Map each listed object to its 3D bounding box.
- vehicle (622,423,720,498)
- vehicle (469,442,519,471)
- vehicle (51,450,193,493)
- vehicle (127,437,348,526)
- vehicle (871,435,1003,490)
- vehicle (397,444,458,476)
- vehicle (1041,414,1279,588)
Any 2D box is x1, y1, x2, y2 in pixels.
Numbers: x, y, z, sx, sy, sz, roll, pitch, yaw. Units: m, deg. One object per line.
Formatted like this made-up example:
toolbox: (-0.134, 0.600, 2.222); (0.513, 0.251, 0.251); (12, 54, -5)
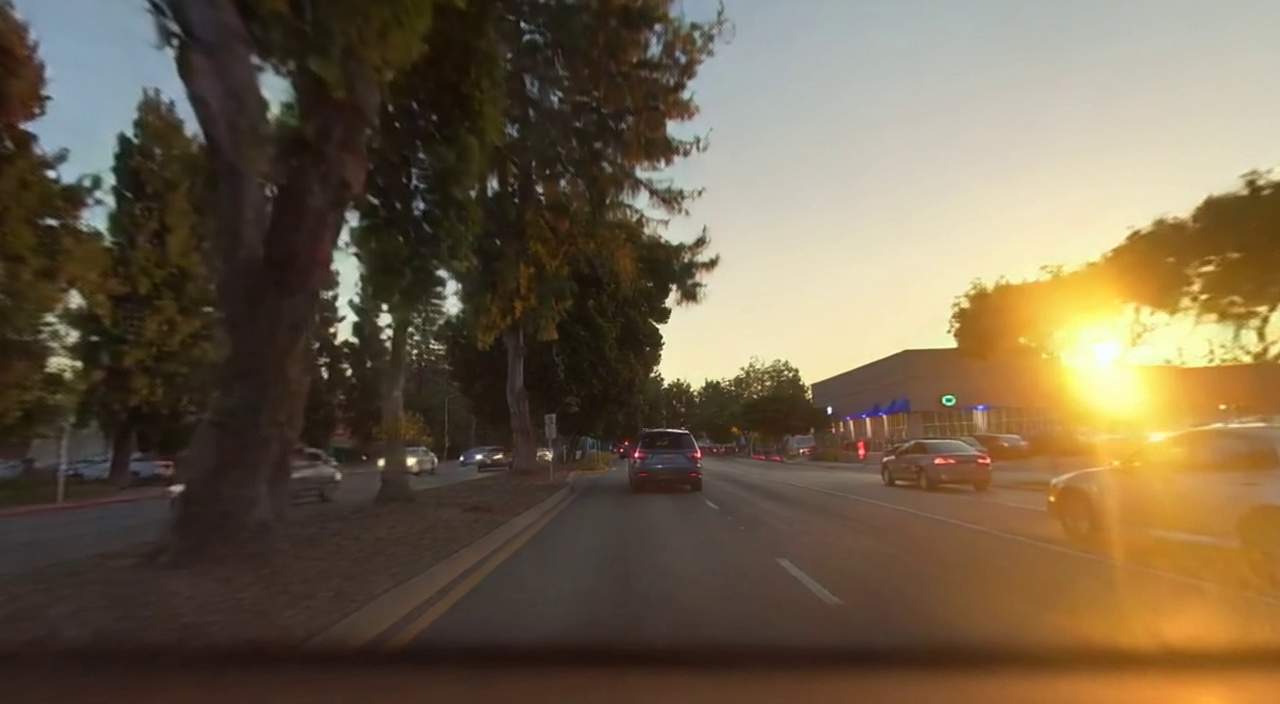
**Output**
vehicle: (0.706, 3.096, 18.458); (2.300, 1.870, 4.936); (0, -8, -4)
vehicle: (-9.348, 6.718, 40.897); (2.104, 1.778, 4.520); (0, -8, 0)
vehicle: (-26.027, 5.942, 31.779); (5.966, 1.957, 2.305); (-2, -9, 15)
vehicle: (-8.895, 2.852, 14.599); (2.196, 1.717, 4.453); (0, -8, -1)
vehicle: (9.106, 3.397, 19.862); (1.894, 1.517, 4.419); (0, -8, -1)
vehicle: (-12.317, 6.280, 36.975); (2.054, 1.749, 4.443); (0, -8, -1)
vehicle: (6.525, 1.428, 6.407); (1.994, 1.488, 4.313); (0, -8, -1)
